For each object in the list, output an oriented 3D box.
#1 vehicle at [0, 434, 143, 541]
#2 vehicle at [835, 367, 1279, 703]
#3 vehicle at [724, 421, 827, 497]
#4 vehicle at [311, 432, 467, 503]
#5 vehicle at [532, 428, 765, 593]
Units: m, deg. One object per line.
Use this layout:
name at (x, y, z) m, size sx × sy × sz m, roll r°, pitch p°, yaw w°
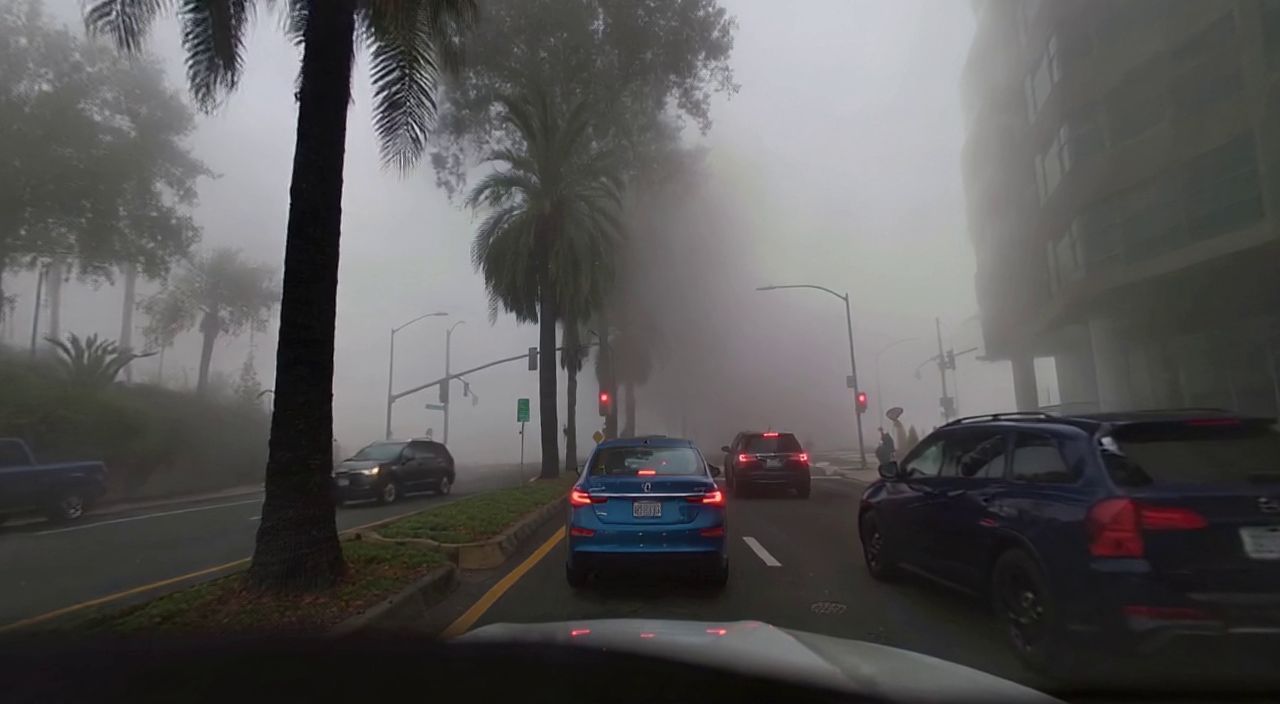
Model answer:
vehicle at (-13.061, 2.719, 12.296) m, size 2.240 × 1.964 × 5.707 m, roll -6°, pitch -8°, yaw 0°
vehicle at (3.282, 1.248, 5.182) m, size 2.003 × 1.733 × 4.319 m, roll 0°, pitch -8°, yaw 1°
vehicle at (3.729, 3.041, 18.327) m, size 2.226 × 1.897 × 4.765 m, roll -1°, pitch -8°, yaw 4°
vehicle at (-6.768, 3.148, 17.669) m, size 2.053 × 1.693 × 4.198 m, roll -2°, pitch -9°, yaw 11°
vehicle at (0.119, 1.721, 7.719) m, size 2.088 × 1.452 × 3.993 m, roll 0°, pitch -8°, yaw 1°
